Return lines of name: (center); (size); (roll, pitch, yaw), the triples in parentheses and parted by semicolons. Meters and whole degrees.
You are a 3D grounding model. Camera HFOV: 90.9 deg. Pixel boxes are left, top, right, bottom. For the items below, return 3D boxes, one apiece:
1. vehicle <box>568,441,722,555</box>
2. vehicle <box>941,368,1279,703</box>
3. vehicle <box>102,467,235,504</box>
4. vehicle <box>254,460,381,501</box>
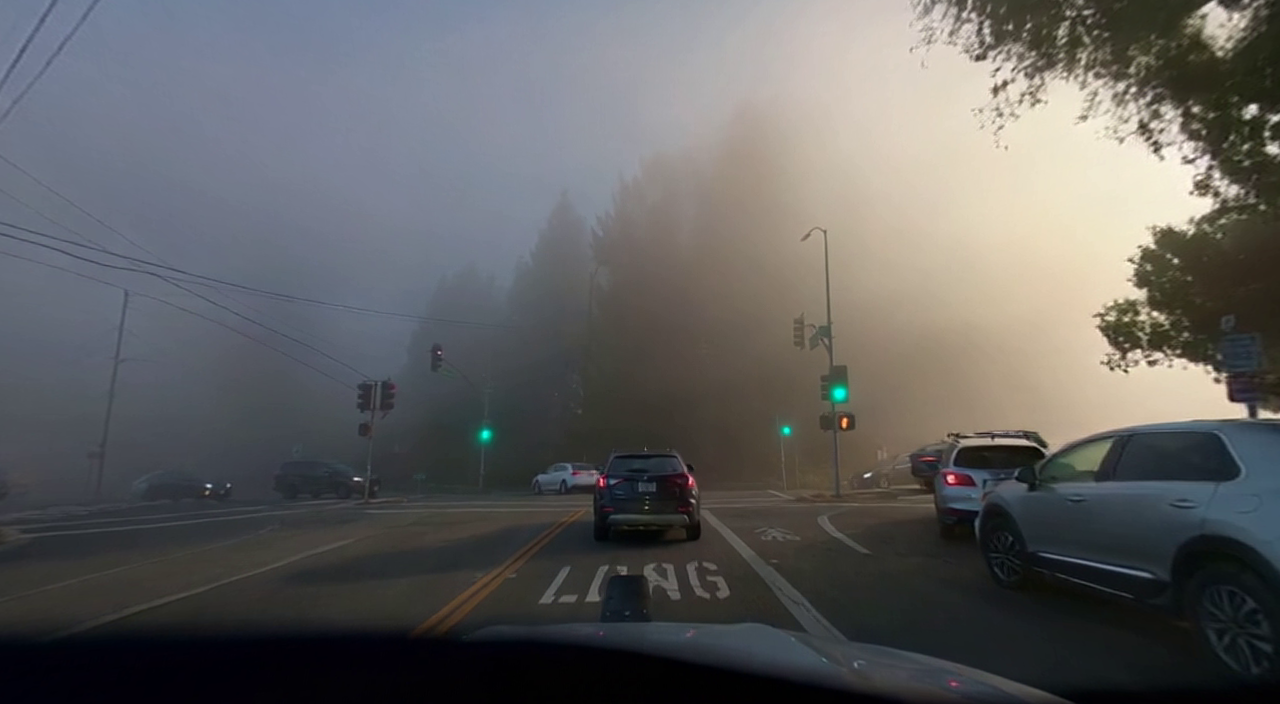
vehicle: (0.105, 2.313, 10.824); (2.078, 1.506, 4.512); (0, -8, 1)
vehicle: (4.572, 1.278, 5.131); (2.095, 1.836, 4.895); (-1, -8, 4)
vehicle: (-21.080, 5.946, 28.261); (4.736, 1.475, 1.921); (-2, -9, 9)
vehicle: (-13.885, 5.507, 27.245); (4.485, 1.625, 1.980); (-2, -9, 10)
